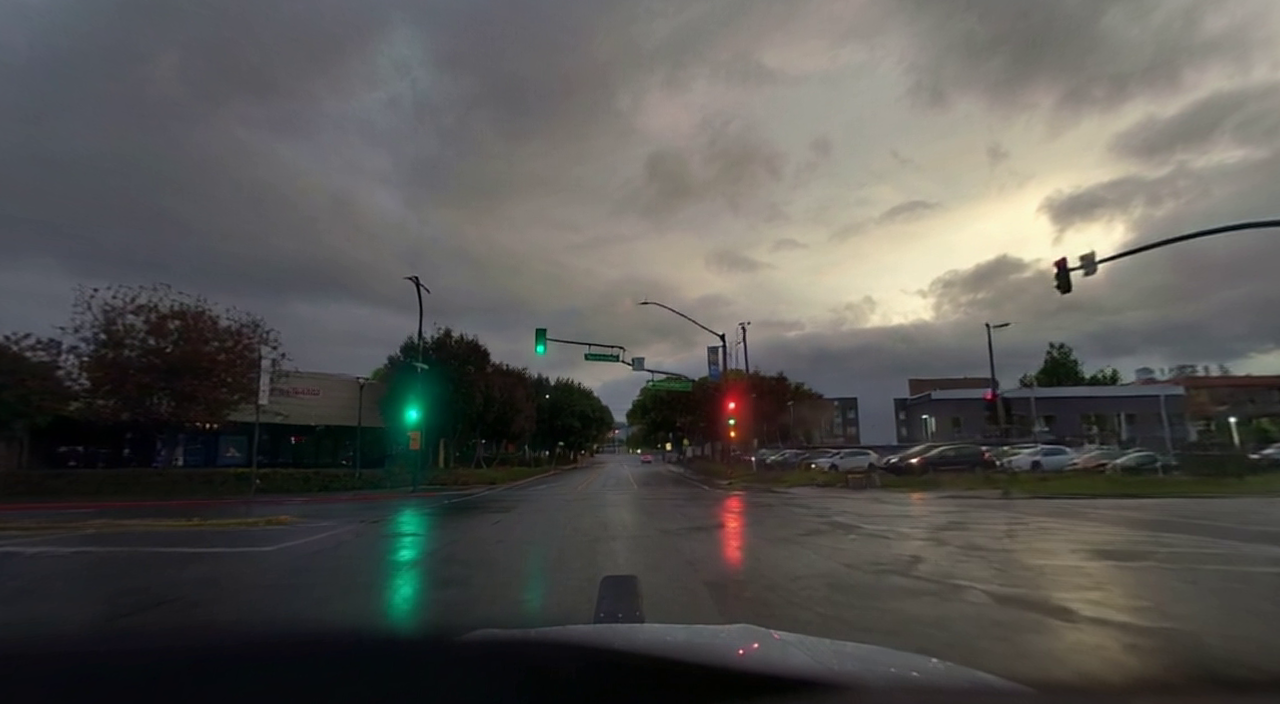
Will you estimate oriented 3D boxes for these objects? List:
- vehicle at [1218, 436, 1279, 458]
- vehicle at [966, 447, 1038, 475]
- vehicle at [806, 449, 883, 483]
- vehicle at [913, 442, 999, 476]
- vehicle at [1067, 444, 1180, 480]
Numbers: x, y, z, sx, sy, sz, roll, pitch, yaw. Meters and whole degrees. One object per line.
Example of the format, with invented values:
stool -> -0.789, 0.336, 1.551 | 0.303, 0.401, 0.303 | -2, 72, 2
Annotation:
vehicle -> 42.301, 6.603, 43.331 | 1.472, 1.397, 3.253 | -1, -9, 1
vehicle -> 20.609, 6.186, 35.867 | 1.923, 1.463, 3.758 | 0, -8, 2
vehicle -> 10.083, 5.555, 30.745 | 1.955, 1.508, 4.295 | -8, -12, 41
vehicle -> 15.809, 5.293, 31.317 | 4.522, 1.546, 1.941 | 6, -11, -37
vehicle -> 20.023, 4.552, 26.151 | 1.851, 1.388, 3.475 | 0, -9, 0
